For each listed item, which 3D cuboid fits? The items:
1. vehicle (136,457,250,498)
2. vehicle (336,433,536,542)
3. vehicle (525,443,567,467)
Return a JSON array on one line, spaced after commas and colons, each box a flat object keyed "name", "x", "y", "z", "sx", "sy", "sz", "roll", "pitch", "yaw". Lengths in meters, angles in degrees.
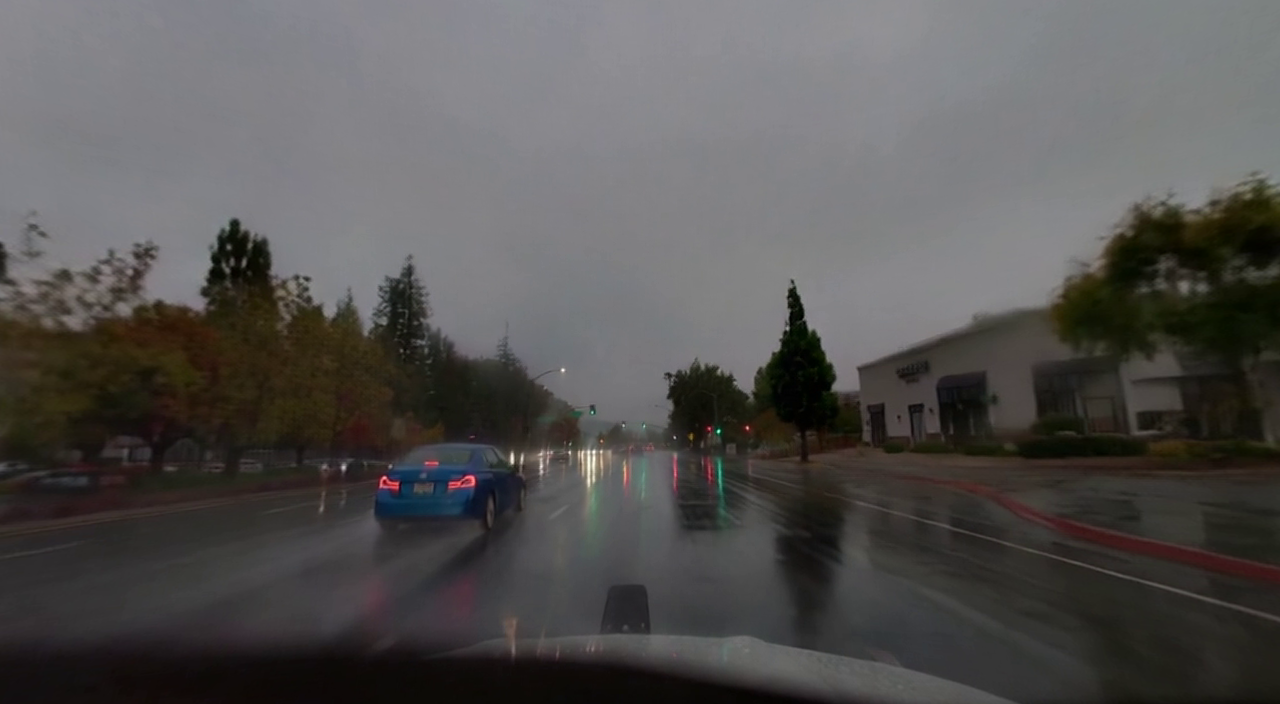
[{"name": "vehicle", "x": -21.618, "y": 6.046, "z": 30.785, "sx": 1.960, "sy": 1.718, "sz": 4.826, "roll": 0, "pitch": -9, "yaw": 1}, {"name": "vehicle", "x": -3.183, "y": 2.214, "z": 10.951, "sx": 1.924, "sy": 1.480, "sz": 4.421, "roll": 0, "pitch": -9, "yaw": 1}, {"name": "vehicle", "x": -6.341, "y": 6.999, "z": 43.039, "sx": 2.027, "sy": 1.501, "sz": 4.707, "roll": 0, "pitch": -9, "yaw": 1}]
